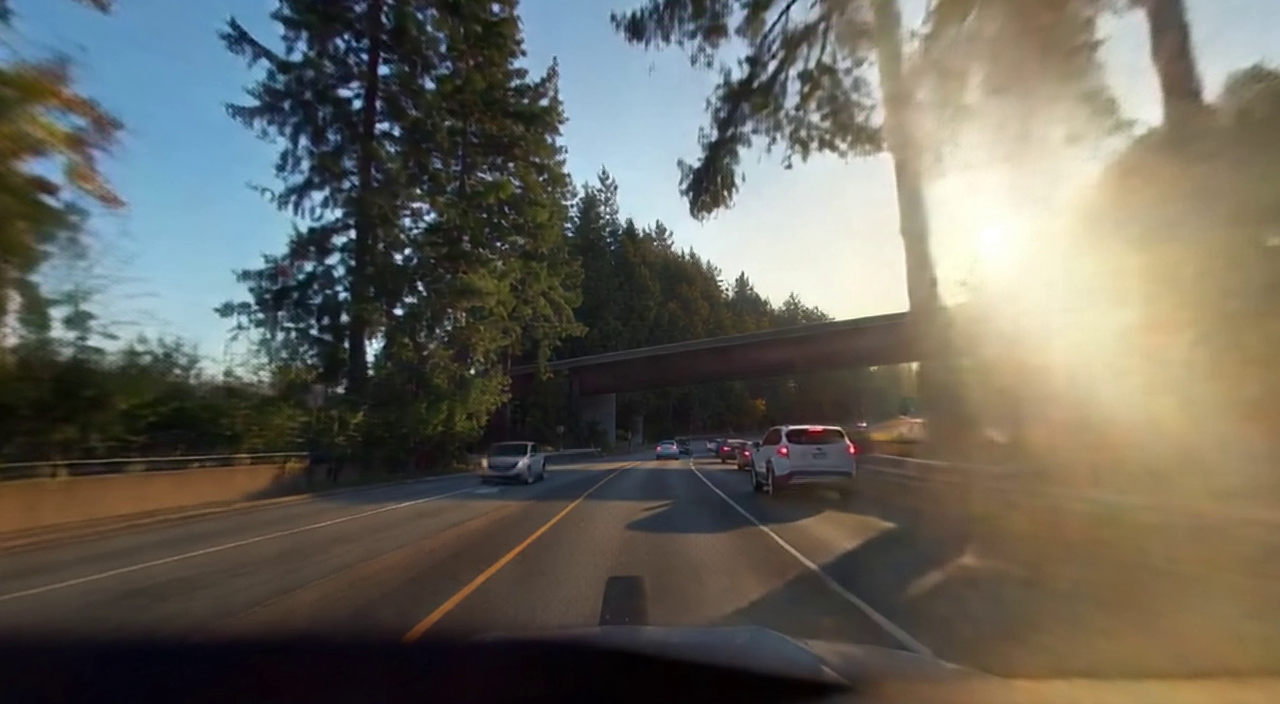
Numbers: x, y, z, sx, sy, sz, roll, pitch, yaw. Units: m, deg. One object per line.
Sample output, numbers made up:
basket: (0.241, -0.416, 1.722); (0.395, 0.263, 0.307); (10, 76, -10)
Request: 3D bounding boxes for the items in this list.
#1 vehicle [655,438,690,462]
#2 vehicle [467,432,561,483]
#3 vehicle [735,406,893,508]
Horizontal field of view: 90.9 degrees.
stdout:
vehicle: (2.248, 6.543, 42.130); (2.078, 1.506, 4.058); (-1, -8, 6)
vehicle: (-4.127, 3.532, 21.420); (2.009, 1.527, 4.119); (-1, -8, 6)
vehicle: (3.719, 2.372, 14.637); (2.273, 1.944, 4.866); (0, -8, 0)
